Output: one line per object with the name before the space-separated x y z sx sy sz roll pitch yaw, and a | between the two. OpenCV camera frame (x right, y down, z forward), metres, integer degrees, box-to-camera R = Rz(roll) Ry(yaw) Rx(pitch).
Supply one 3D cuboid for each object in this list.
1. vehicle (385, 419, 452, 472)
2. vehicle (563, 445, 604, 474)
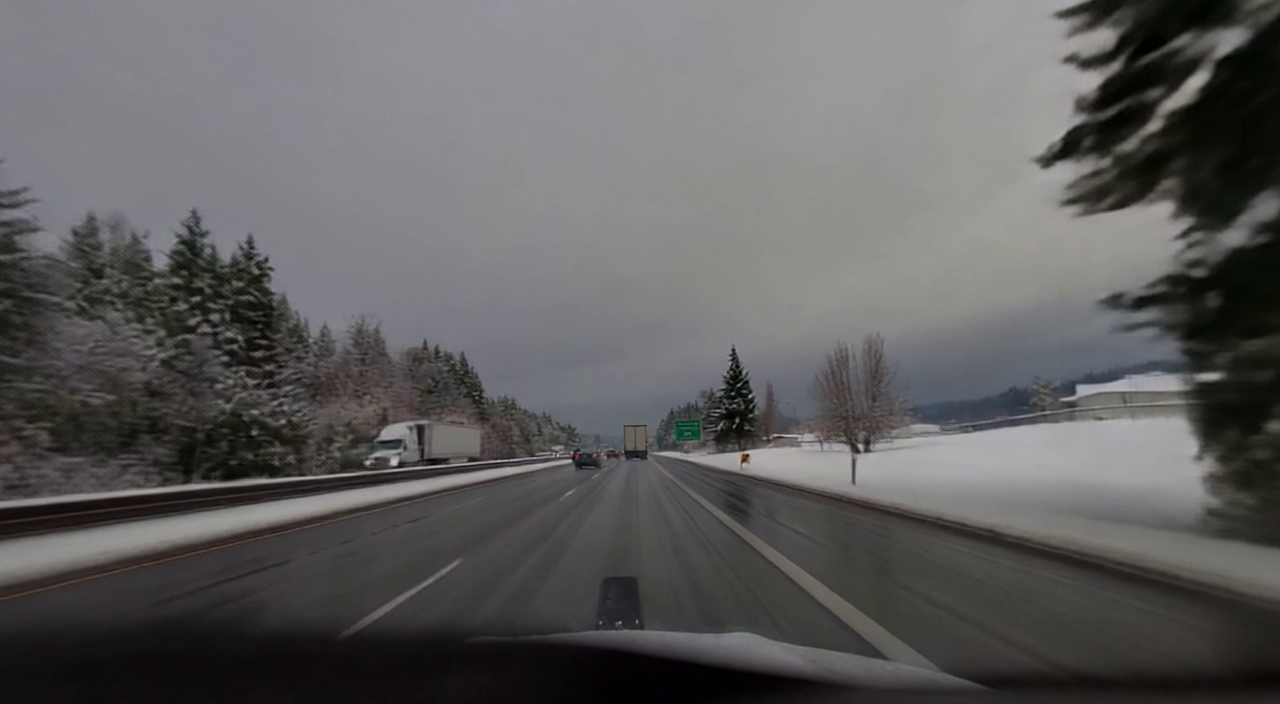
vehicle | -17.231 7.348 49.479 3.005 3.872 5.858 0 -9 0
vehicle | -3.396 6.573 38.850 2.081 1.682 4.425 0 -9 0
